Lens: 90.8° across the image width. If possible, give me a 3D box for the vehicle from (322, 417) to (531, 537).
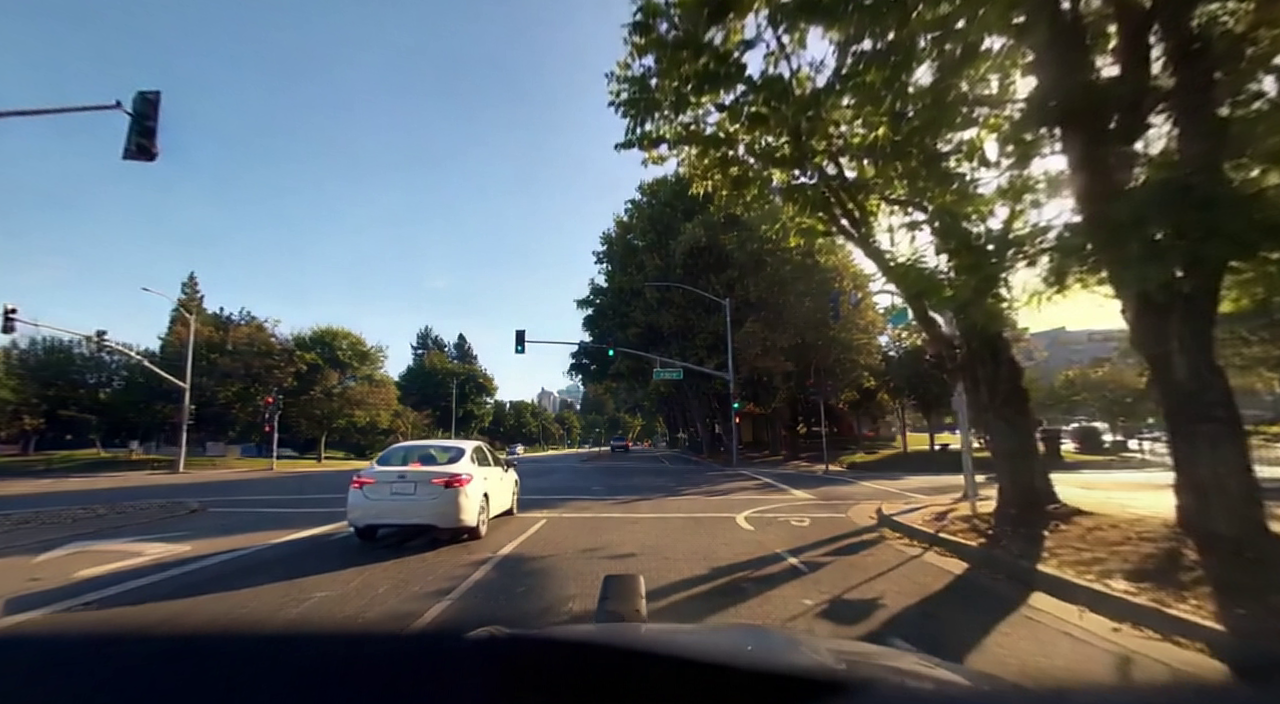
[{"bbox_3d":[-3.247,2.012,10.768,2.076,1.599,4.483,0,-8,-1],"label":"vehicle"}]
